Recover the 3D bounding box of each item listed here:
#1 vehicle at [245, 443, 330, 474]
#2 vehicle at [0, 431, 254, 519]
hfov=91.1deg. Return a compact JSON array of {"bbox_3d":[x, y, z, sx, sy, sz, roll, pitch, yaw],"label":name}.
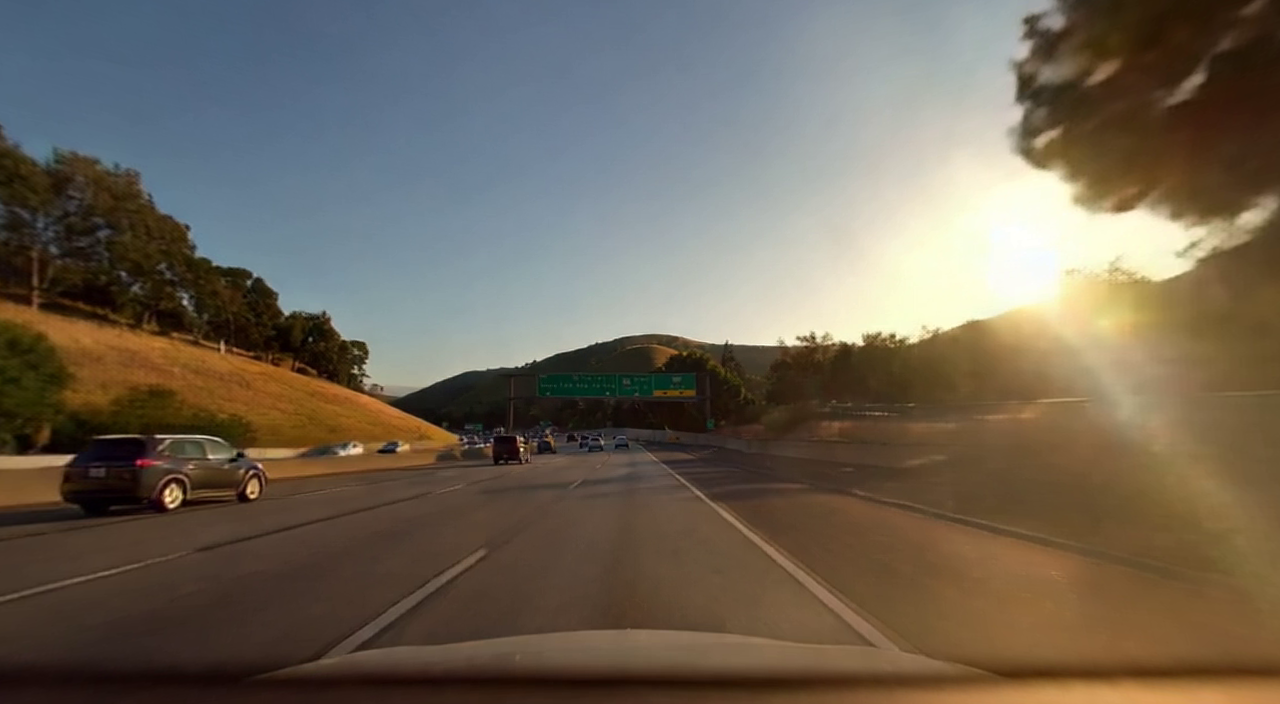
[{"bbox_3d":[-18.388,5.539,33.035,1.872,1.486,4.556,0,-8,0],"label":"vehicle"},{"bbox_3d":[-11.175,2.657,14.160,2.001,1.625,4.528,0,-8,0],"label":"vehicle"}]
